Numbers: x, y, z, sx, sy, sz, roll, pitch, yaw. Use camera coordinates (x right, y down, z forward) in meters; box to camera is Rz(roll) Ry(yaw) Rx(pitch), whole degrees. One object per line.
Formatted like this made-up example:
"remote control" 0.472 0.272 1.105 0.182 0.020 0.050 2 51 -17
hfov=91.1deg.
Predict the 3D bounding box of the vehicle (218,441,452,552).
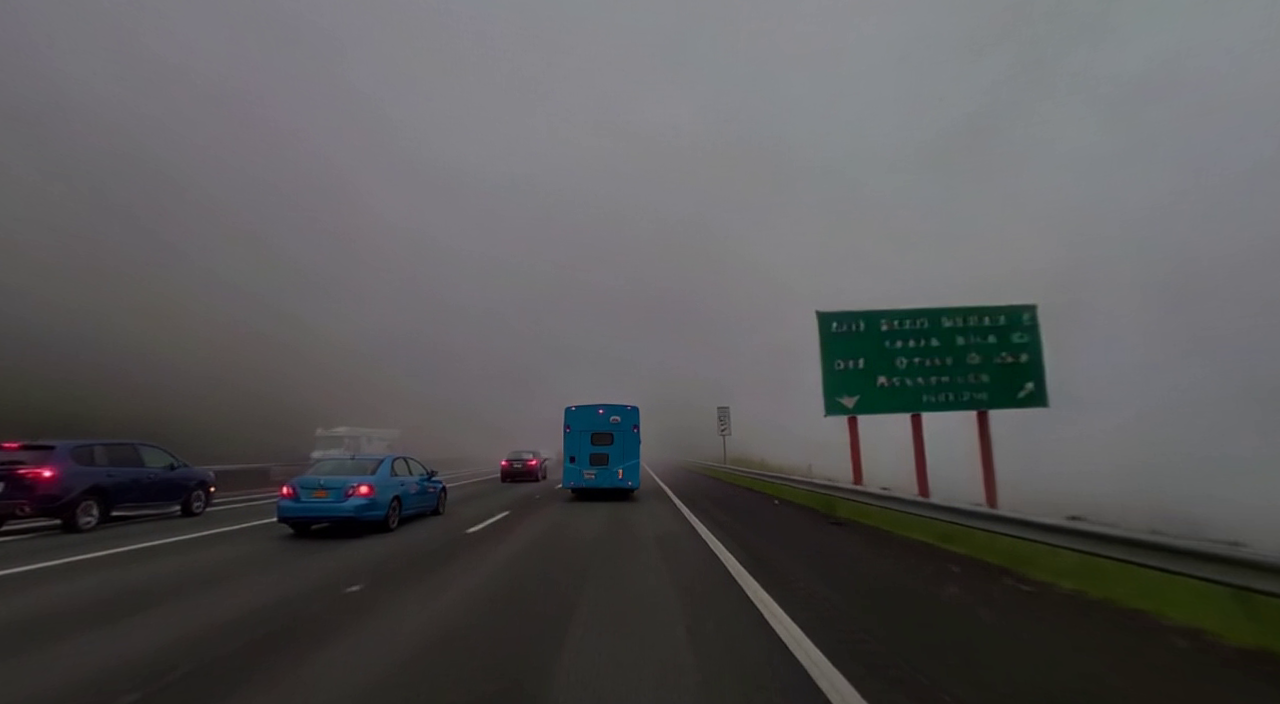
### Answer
"vehicle" -4.650 2.235 10.408 1.876 1.438 4.072 0 -9 -1

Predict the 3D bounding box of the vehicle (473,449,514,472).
"vehicle" -10.071 7.476 43.580 1.886 1.462 4.084 0 -9 -1

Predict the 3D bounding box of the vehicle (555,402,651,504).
"vehicle" -0.970 2.946 18.520 2.394 2.556 5.232 0 -9 -1

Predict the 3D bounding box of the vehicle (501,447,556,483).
"vehicle" -4.975 5.093 28.572 1.872 1.480 3.545 0 -9 -1

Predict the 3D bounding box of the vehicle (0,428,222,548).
"vehicle" -9.599 2.185 10.711 2.010 1.621 4.252 0 -9 0
